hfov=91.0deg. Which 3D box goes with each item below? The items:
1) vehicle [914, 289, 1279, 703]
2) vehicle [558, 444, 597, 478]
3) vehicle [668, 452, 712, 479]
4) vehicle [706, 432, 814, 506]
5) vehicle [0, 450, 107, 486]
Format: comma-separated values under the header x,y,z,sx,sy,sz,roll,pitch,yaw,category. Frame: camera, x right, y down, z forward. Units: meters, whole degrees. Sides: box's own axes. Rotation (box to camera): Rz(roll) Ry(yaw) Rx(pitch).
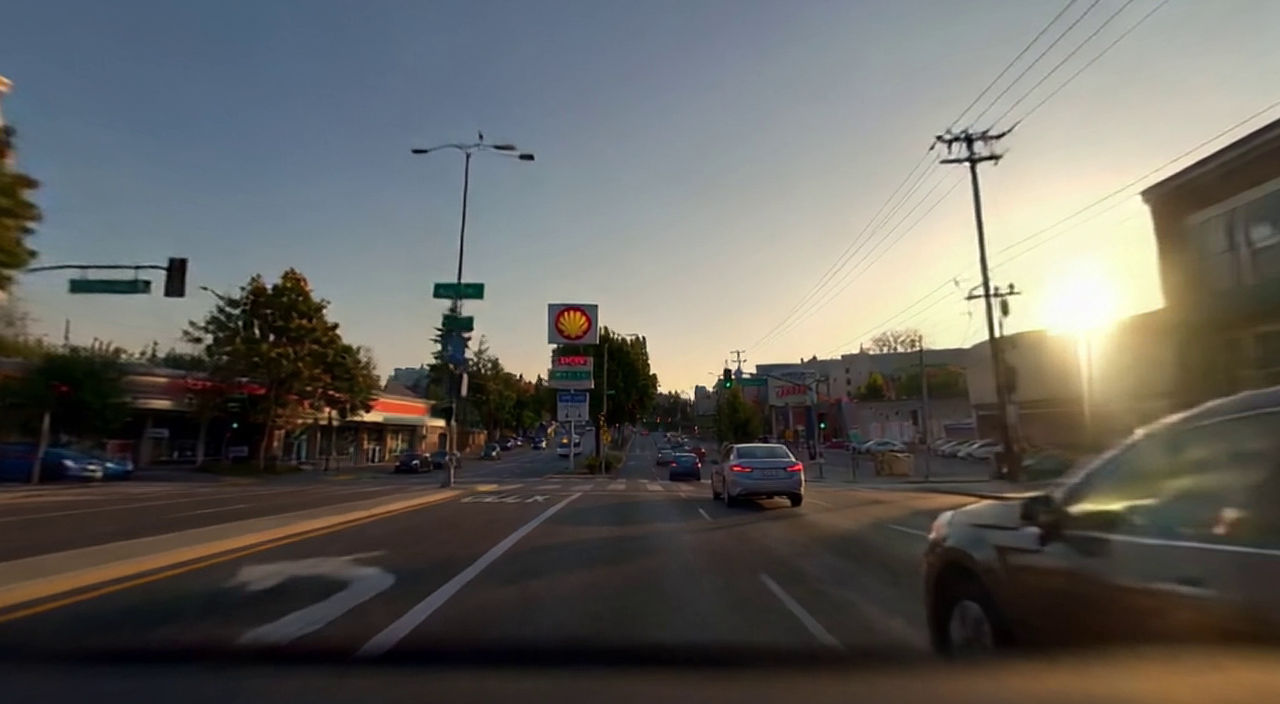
x,y,z,sx,sy,sz,roll,pitch,yaw,category
2.736,0.661,1.289,2.183,1.720,4.842,0,-8,0,vehicle
-3.733,6.597,37.665,2.189,1.836,4.693,0,-12,-6,vehicle
2.950,6.793,38.037,2.282,1.458,4.362,0,-8,-1,vehicle
2.989,3.015,16.700,1.999,1.679,4.217,0,-8,-1,vehicle
-27.068,5.131,27.975,4.582,1.498,2.229,0,-8,-2,vehicle
